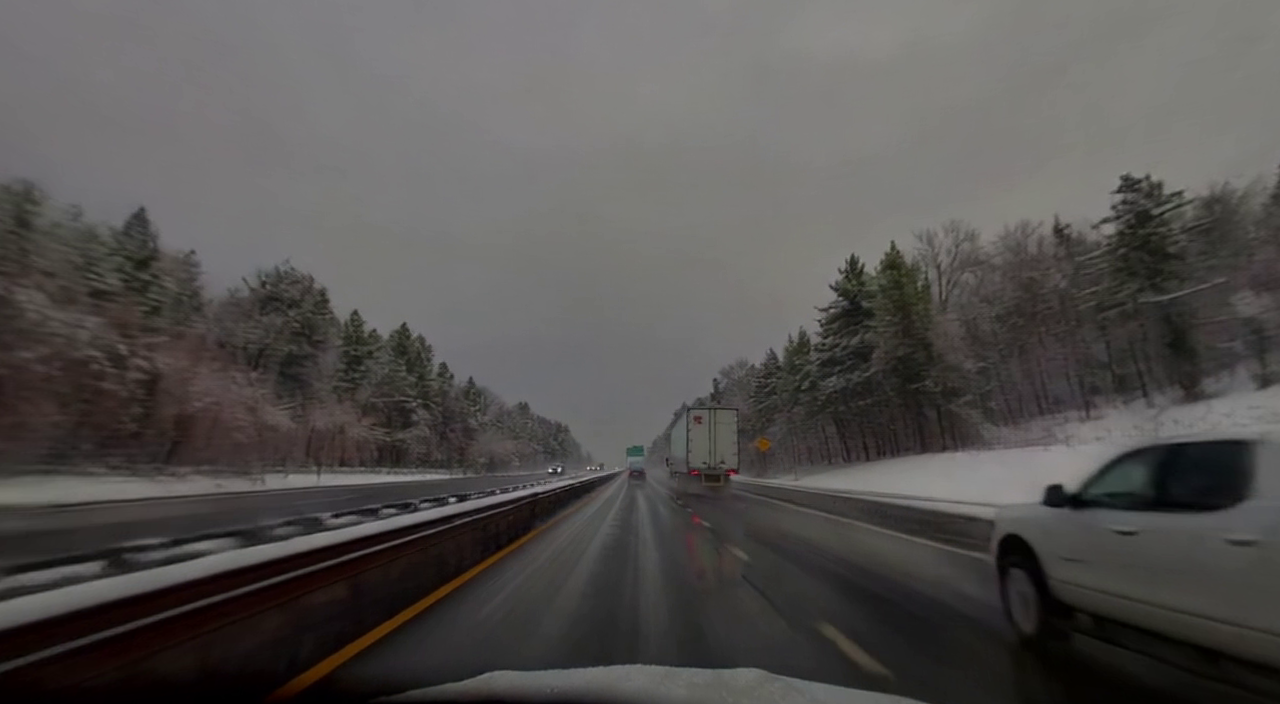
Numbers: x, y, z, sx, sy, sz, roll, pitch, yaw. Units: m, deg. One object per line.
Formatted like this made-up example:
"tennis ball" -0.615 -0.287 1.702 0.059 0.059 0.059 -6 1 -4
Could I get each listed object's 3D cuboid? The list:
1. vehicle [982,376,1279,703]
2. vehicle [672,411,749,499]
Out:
"vehicle" 3.447 0.873 1.959 2.124 1.662 4.641 1 -10 0
"vehicle" 3.687 6.121 36.773 2.863 4.088 14.040 1 -10 0
